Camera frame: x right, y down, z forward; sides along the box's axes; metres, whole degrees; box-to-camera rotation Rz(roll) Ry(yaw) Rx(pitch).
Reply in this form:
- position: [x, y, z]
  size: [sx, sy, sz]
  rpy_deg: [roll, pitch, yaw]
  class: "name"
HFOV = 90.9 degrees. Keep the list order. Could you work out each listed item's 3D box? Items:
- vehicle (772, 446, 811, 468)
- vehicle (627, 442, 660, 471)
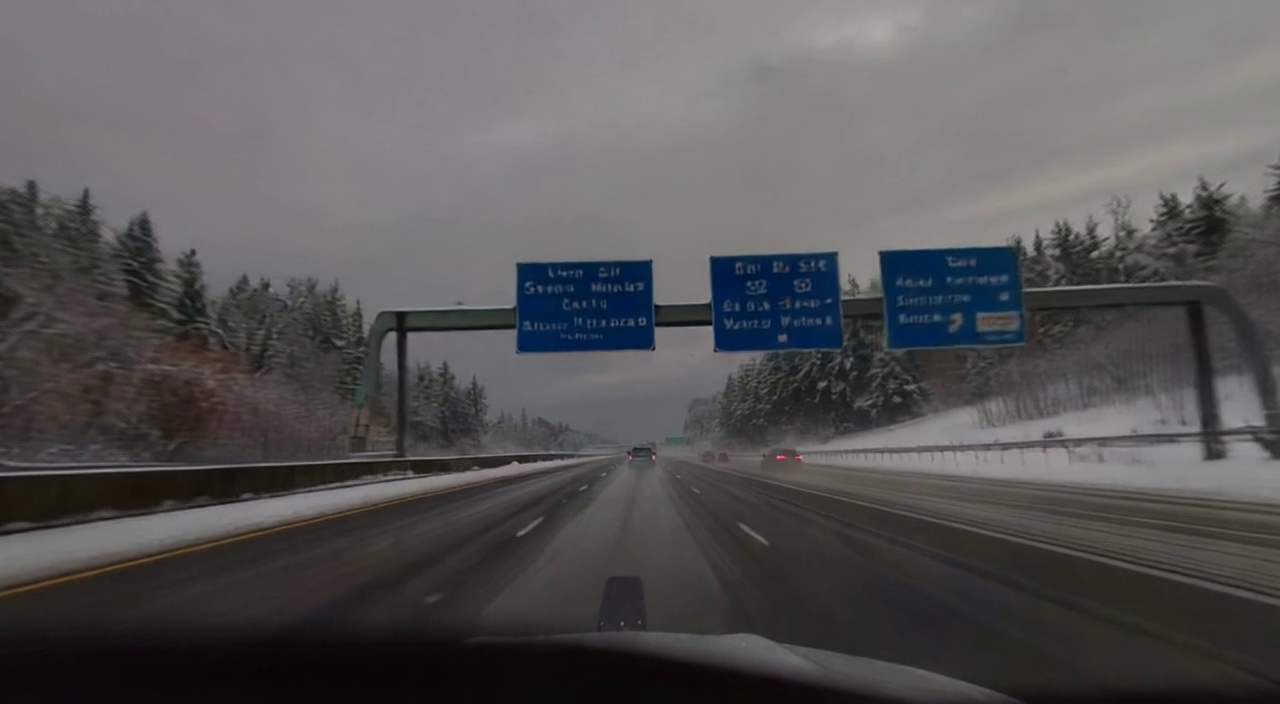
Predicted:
- position: [11.797, 8.213, 49.401]
  size: [1.989, 1.591, 4.348]
  rpy_deg: [0, -9, 0]
  class: "vehicle"
- position: [0.226, 7.239, 43.819]
  size: [2.167, 1.847, 4.097]
  rpy_deg: [0, -9, 0]
  class: "vehicle"
